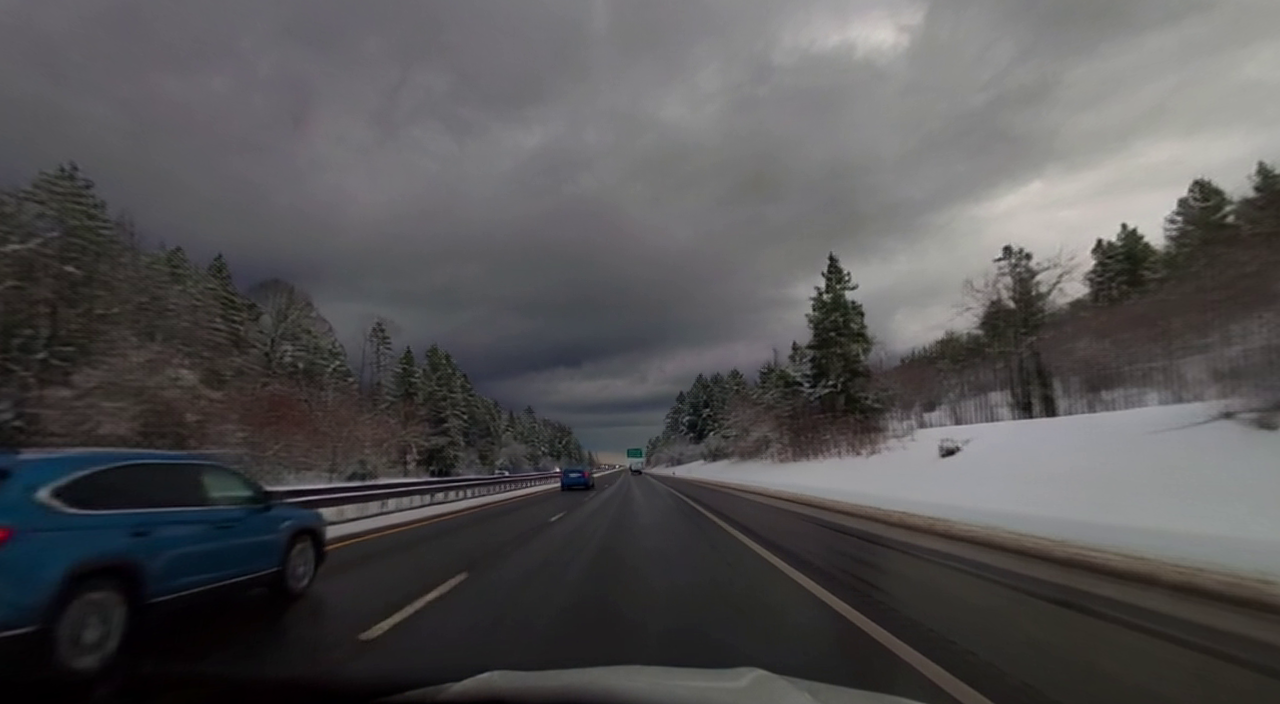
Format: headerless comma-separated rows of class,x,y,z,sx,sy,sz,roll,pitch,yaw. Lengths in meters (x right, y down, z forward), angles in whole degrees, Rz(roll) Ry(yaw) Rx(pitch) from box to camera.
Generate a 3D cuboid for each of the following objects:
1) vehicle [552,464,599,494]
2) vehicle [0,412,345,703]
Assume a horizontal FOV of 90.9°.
vehicle,-3.482,6.981,34.808,2.006,1.516,4.820,1,-11,0
vehicle,-4.307,1.319,4.577,2.040,1.525,4.603,1,-11,0
